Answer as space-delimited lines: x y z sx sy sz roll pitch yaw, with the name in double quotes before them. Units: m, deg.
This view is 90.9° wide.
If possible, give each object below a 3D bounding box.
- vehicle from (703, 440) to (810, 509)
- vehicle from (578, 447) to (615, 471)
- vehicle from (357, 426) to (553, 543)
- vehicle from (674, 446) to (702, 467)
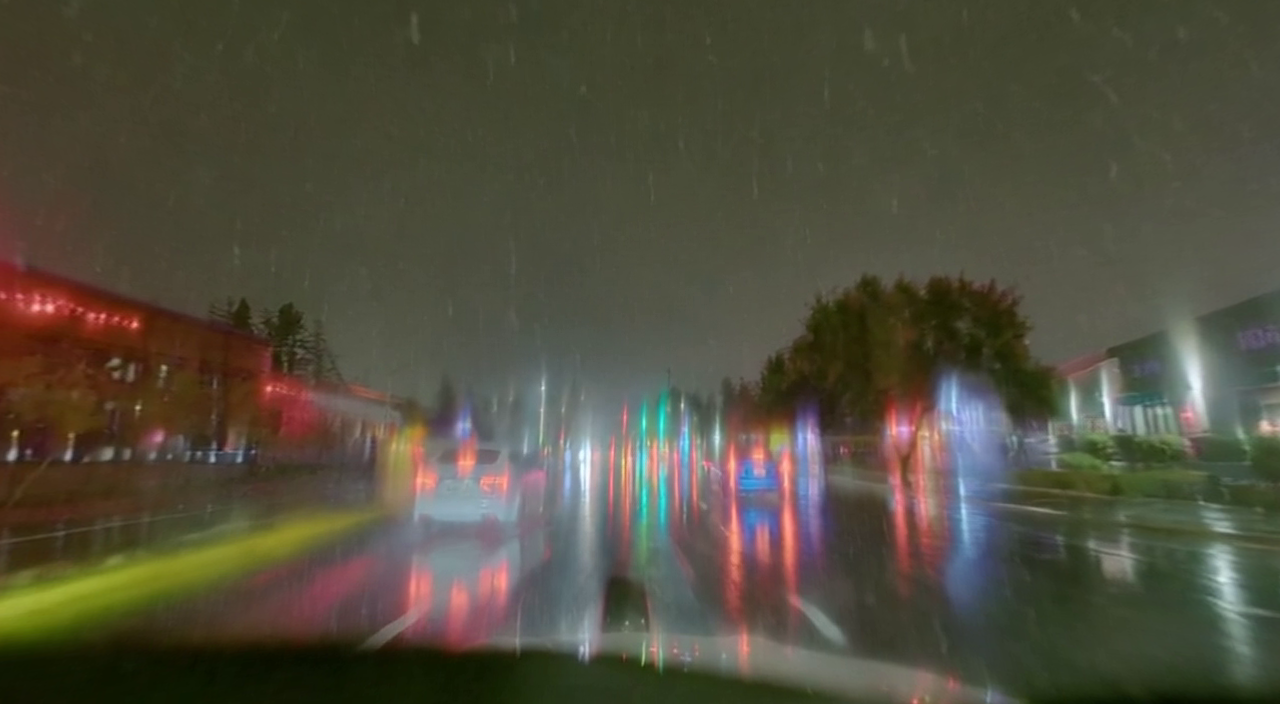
"vehicle" 2.841 3.070 16.314 1.946 1.513 4.133 -1 -9 0
"vehicle" -2.822 7.025 41.614 2.040 1.471 4.211 -1 -9 2
"vehicle" -3.010 2.292 11.620 2.032 1.639 5.037 -1 -9 1
"vehicle" 3.749 8.204 49.605 1.931 1.552 4.125 -1 -9 1
